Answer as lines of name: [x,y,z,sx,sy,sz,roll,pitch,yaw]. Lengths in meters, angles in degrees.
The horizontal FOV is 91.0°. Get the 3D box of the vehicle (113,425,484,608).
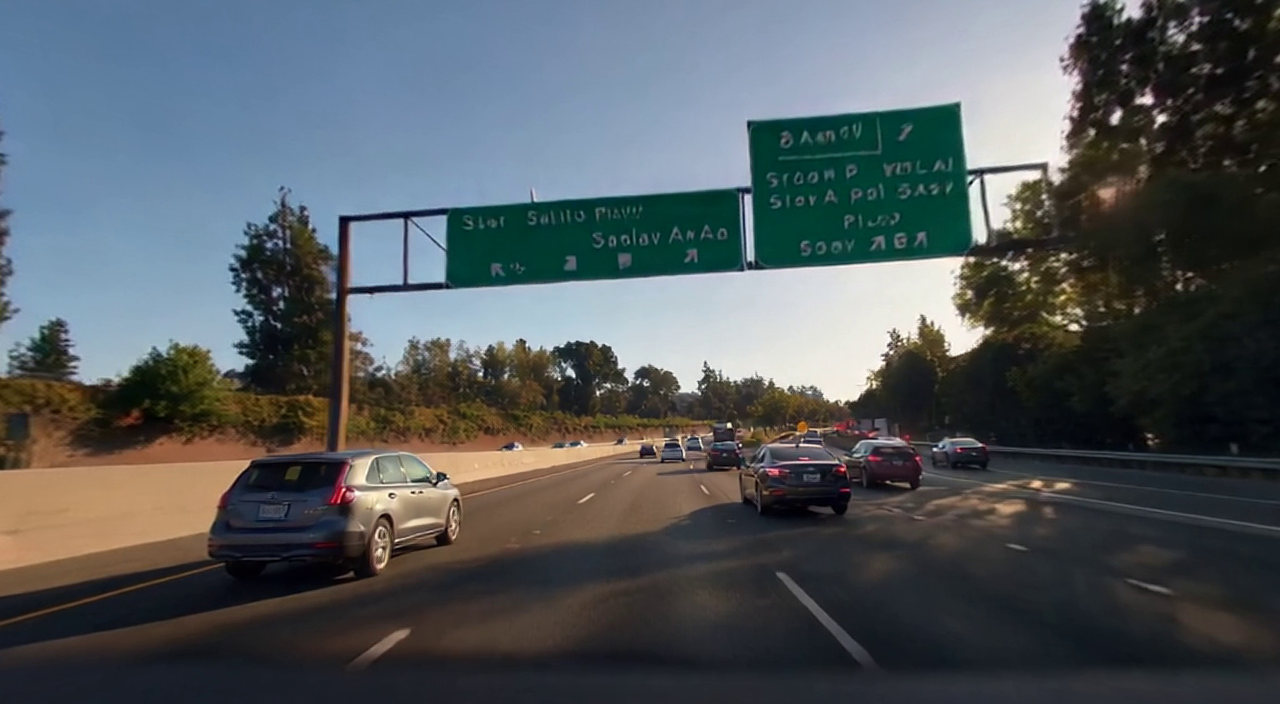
vehicle: [-3.521,1.765,7.738,1.937,1.558,4.469,0,-9,2]

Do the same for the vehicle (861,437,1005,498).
vehicle: [8.179,3.261,18.172,2.014,1.506,4.626,0,-9,2]

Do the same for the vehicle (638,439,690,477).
vehicle: [1.121,4.793,28.675,2.201,1.614,3.803,0,-9,3]

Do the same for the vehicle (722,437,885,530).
vehicle: [2.945,2.486,12.517,2.009,1.489,4.559,0,-9,0]
